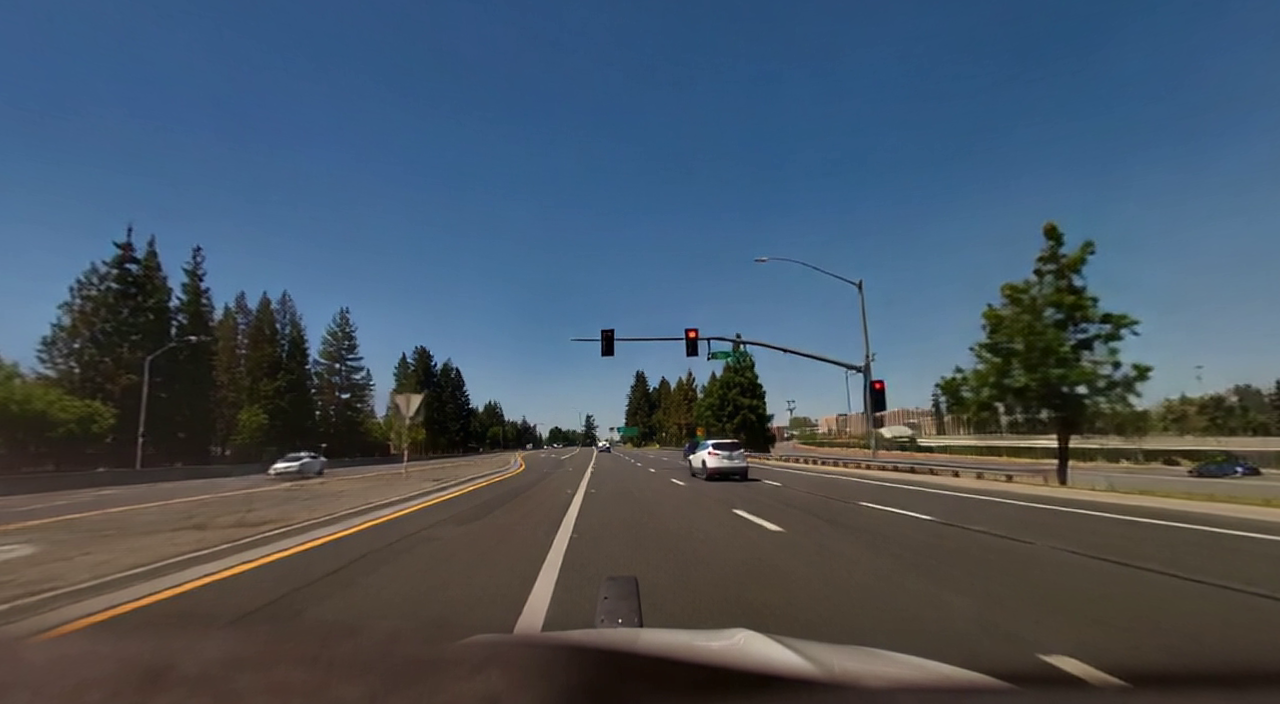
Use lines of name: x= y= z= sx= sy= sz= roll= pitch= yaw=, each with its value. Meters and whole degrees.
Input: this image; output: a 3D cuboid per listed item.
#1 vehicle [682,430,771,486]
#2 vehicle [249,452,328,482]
vehicle: x=2.813 y=3.610 z=21.706 sx=2.066 sy=1.683 sz=4.675 roll=1 pitch=-9 yaw=-5
vehicle: x=-19.880 y=6.480 z=35.856 sx=2.059 sy=1.509 sz=4.608 roll=0 pitch=-9 yaw=-4
